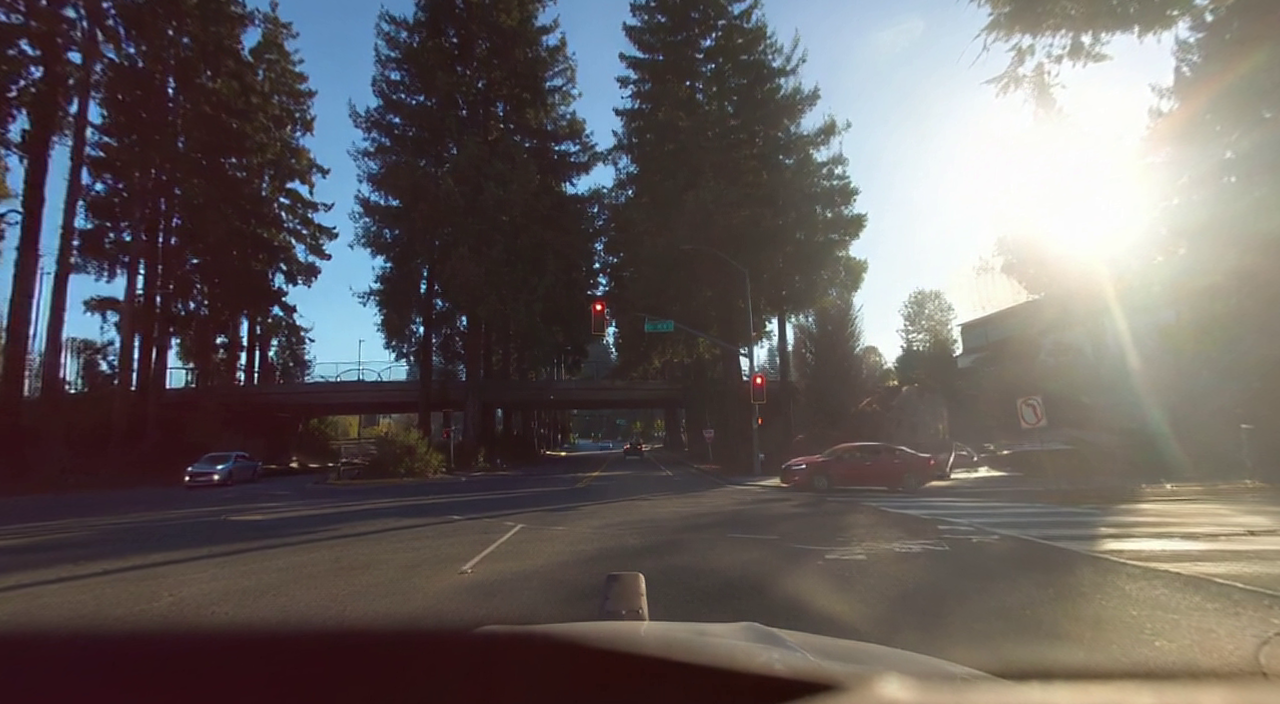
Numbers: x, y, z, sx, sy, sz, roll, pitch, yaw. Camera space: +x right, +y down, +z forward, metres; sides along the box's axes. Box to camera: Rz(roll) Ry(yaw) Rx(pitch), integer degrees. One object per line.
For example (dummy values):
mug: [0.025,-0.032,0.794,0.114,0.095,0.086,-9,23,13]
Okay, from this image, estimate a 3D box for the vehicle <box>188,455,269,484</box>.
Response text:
vehicle: [-23.920,6.816,36.956,1.834,1.482,4.310,0,-9,0]

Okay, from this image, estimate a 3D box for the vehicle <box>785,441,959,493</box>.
vehicle: [7.065,3.508,19.476,4.691,1.466,1.800,1,-9,-8]
